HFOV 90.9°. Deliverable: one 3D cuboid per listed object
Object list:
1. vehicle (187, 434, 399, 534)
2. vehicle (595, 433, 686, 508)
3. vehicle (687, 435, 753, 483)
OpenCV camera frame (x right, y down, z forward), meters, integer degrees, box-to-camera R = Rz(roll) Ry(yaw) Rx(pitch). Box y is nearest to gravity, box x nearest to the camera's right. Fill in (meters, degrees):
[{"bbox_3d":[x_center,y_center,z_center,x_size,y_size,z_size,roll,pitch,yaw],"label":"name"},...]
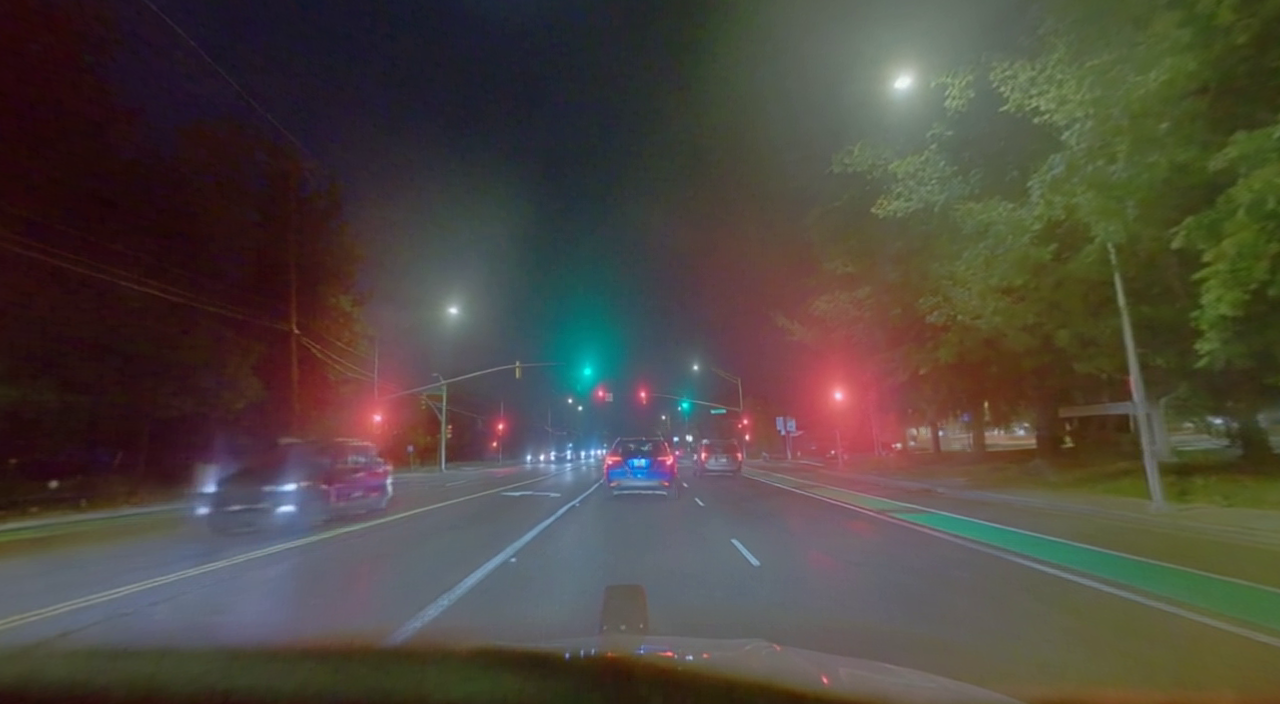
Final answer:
[{"bbox_3d":[-6.935,2.648,13.280,2.005,1.729,4.293,0,-8,0],"label":"vehicle"},{"bbox_3d":[0.017,3.068,16.716,2.109,1.730,3.963,0,-8,0],"label":"vehicle"},{"bbox_3d":[3.266,4.498,26.756,2.189,1.815,4.495,0,-8,0],"label":"vehicle"}]
